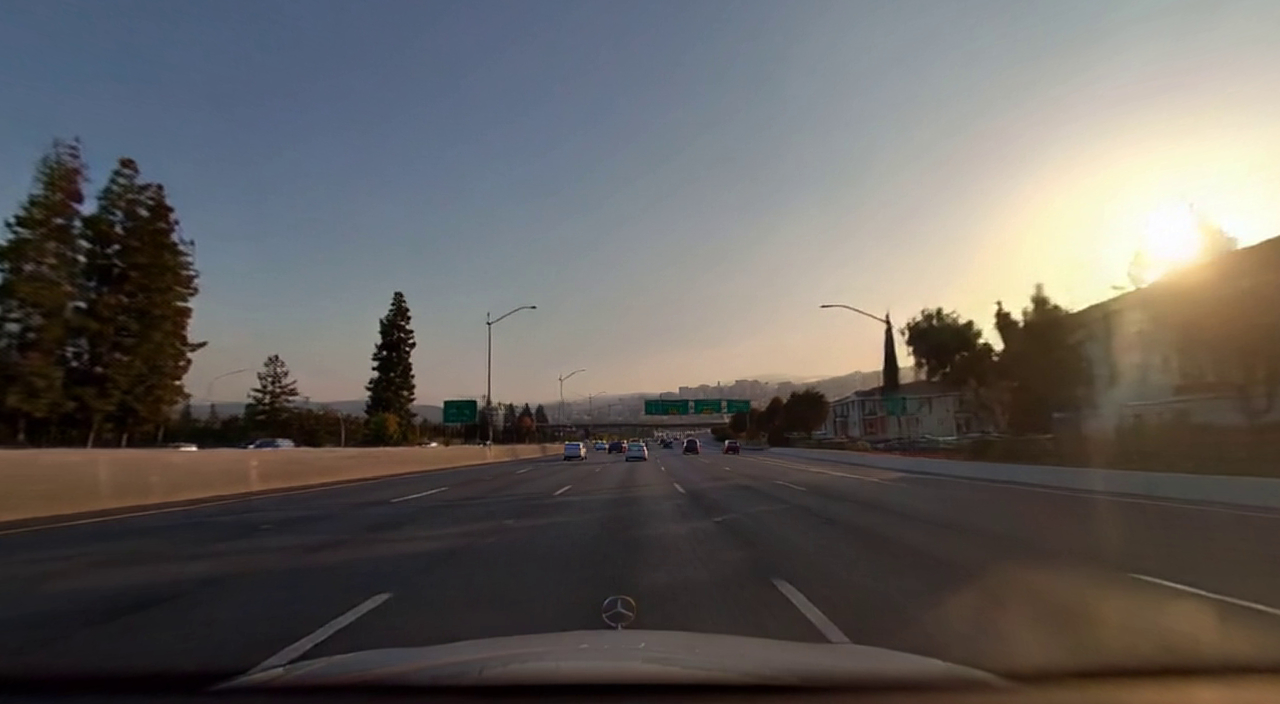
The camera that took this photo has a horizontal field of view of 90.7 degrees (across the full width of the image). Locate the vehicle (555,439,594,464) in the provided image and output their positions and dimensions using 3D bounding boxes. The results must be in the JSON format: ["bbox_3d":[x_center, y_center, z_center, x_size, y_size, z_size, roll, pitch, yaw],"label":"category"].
[{"bbox_3d":[-4.629,7.107,45.276,2.260,1.706,4.177,0,-8,0],"label":"vehicle"}]

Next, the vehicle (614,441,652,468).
[{"bbox_3d":[-0.434,6.193,38.370,2.146,1.485,4.332,0,-8,-1],"label":"vehicle"}]

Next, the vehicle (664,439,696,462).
[{"bbox_3d":[3.023,7.514,48.341,2.084,1.624,3.935,0,-8,-1],"label":"vehicle"}]
